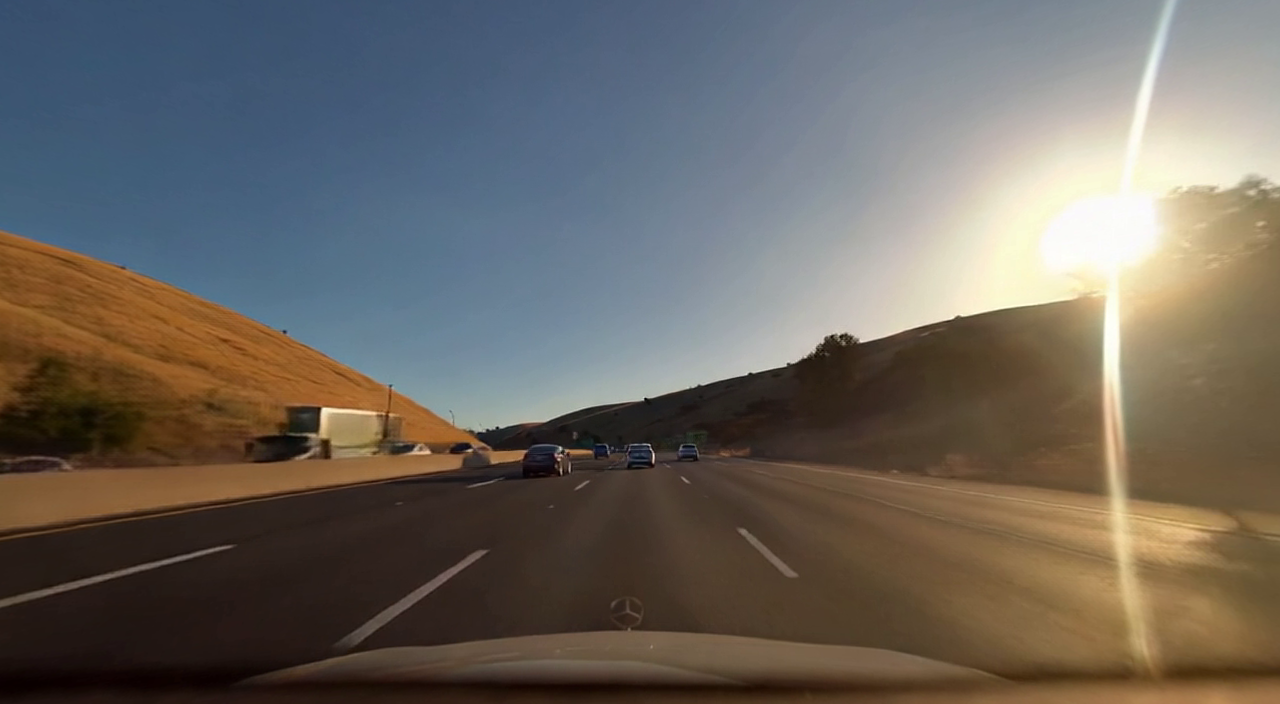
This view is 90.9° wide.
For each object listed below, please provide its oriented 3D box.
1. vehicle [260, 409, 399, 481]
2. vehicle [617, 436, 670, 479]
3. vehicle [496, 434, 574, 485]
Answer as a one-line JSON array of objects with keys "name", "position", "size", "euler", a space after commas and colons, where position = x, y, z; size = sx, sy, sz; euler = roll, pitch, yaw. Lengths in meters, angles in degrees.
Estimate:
[{"name": "vehicle", "position": [-12.869, 3.957, 26.894], "size": [2.460, 2.683, 6.610], "euler": [0, -8, 0]}, {"name": "vehicle", "position": [0.128, 4.469, 27.045], "size": [2.086, 1.685, 4.206], "euler": [0, -8, 0]}, {"name": "vehicle", "position": [-3.752, 3.921, 23.255], "size": [2.076, 1.690, 4.113], "euler": [0, -8, 1]}]
